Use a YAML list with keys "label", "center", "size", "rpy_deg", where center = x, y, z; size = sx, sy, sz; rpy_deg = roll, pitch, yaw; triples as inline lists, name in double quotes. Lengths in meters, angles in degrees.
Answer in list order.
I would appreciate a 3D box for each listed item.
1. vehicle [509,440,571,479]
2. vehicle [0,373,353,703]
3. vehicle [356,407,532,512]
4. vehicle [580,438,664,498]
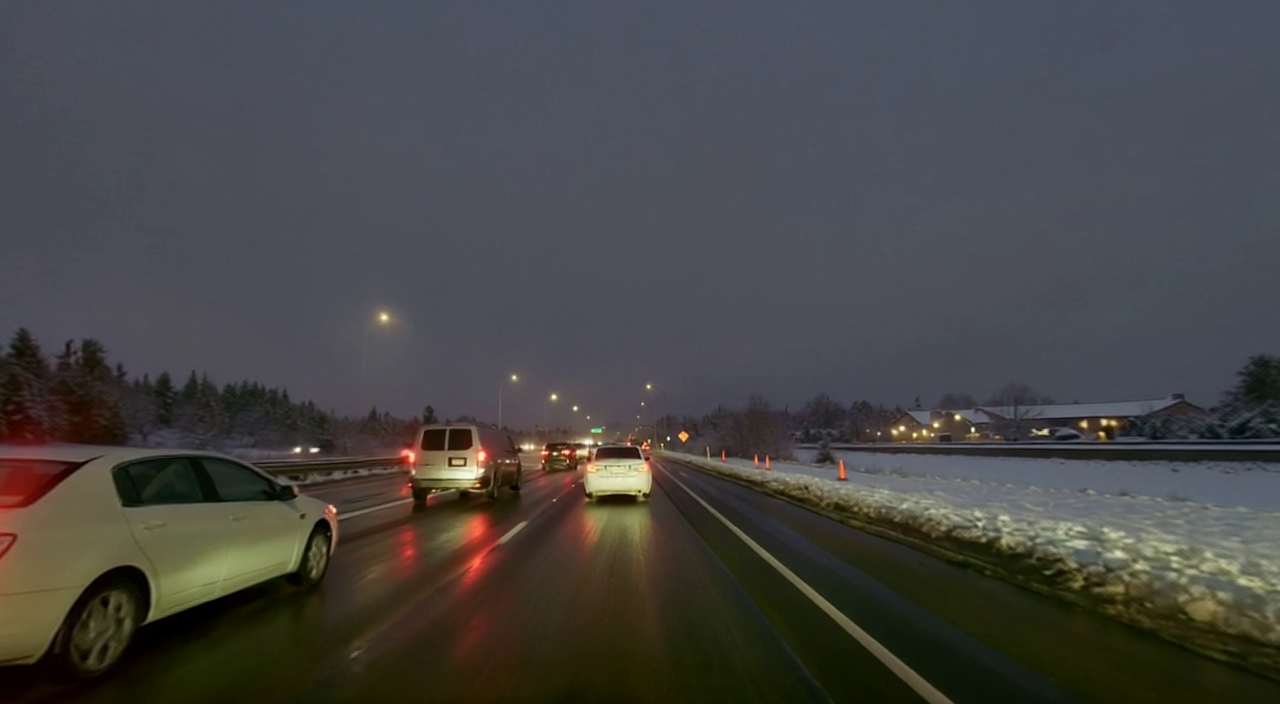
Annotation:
- label: "vehicle"
  center: [-3.989, 4.326, 25.727]
  size: [1.824, 1.459, 4.007]
  rpy_deg: [0, -9, 1]
- label: "vehicle"
  center: [-3.841, 1.061, 3.849]
  size: [2.041, 1.604, 4.384]
  rpy_deg: [0, -9, 1]
- label: "vehicle"
  center: [-4.286, 2.505, 15.118]
  size: [2.324, 2.012, 5.740]
  rpy_deg: [0, -9, 0]
- label: "vehicle"
  center: [-0.468, 3.163, 17.608]
  size: [2.069, 1.484, 3.918]
  rpy_deg: [0, -9, -1]
